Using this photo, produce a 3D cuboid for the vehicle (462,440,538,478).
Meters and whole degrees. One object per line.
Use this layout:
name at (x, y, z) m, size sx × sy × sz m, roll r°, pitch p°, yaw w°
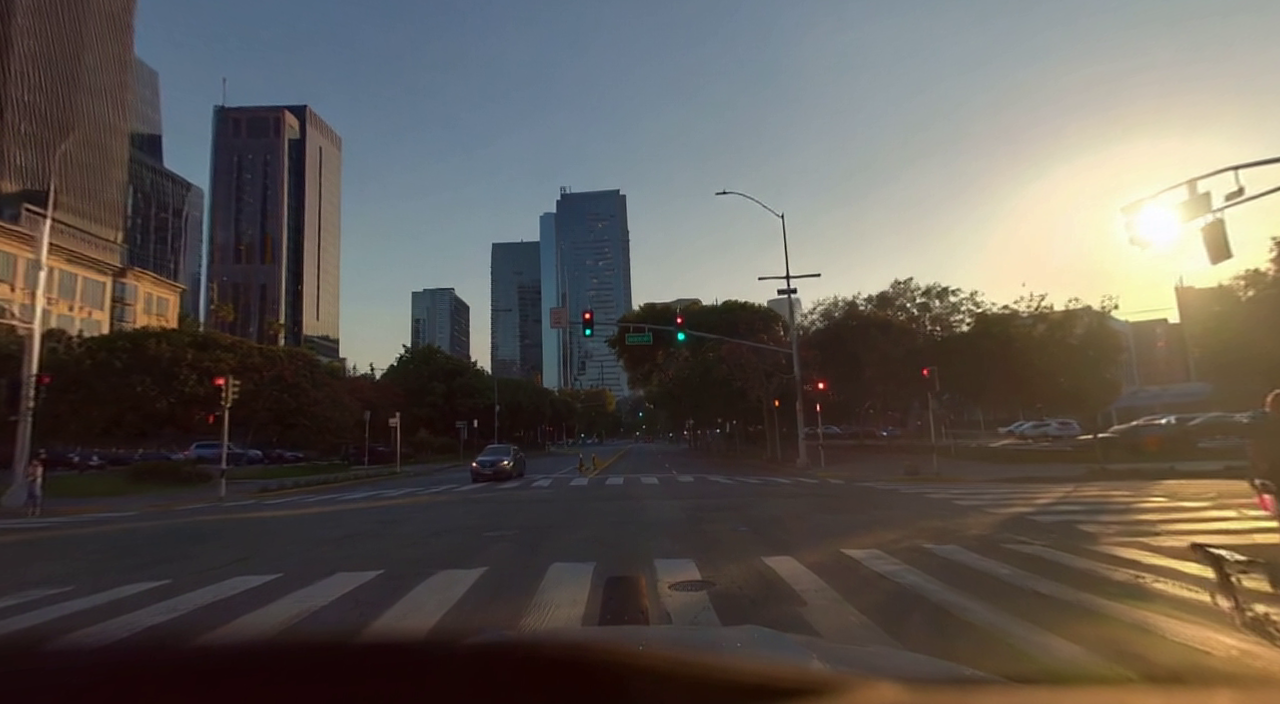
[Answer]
vehicle at (-5.849, 4.509, 26.934) m, size 2.127 × 1.473 × 4.428 m, roll 0°, pitch -8°, yaw 1°
